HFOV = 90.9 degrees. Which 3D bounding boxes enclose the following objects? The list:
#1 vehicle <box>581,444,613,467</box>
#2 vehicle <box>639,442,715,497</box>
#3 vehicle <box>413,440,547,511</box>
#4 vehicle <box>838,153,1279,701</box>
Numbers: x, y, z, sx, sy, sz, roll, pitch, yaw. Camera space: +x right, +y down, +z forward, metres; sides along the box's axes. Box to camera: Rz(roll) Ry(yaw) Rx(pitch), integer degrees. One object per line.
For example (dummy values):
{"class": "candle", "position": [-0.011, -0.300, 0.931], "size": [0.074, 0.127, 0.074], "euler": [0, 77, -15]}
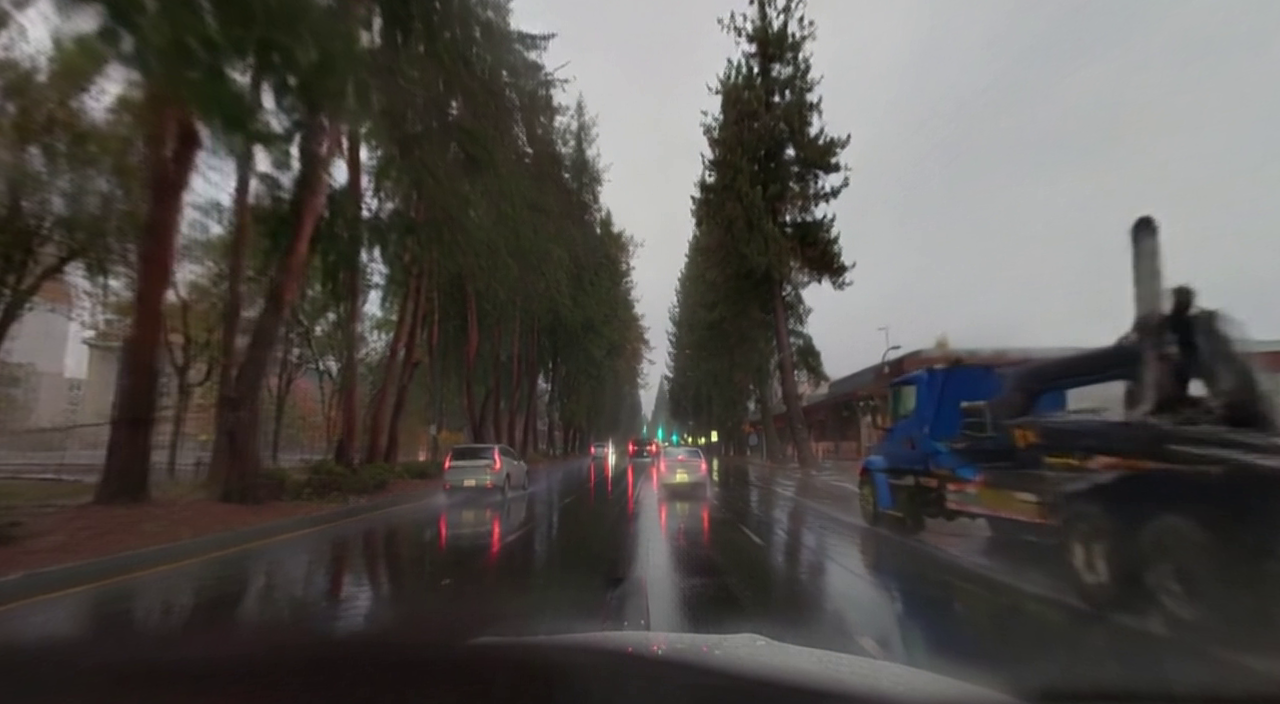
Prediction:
{"class": "vehicle", "position": [-3.206, 7.892, 48.167], "size": [2.062, 1.641, 4.193], "euler": [0, -9, 2]}
{"class": "vehicle", "position": [1.154, 3.543, 19.377], "size": [2.086, 1.466, 4.026], "euler": [-1, -9, 4]}
{"class": "vehicle", "position": [-3.829, 3.043, 16.097], "size": [2.003, 1.507, 4.808], "euler": [0, -9, 2]}
{"class": "vehicle", "position": [5.391, 0.980, 7.551], "size": [3.089, 3.258, 8.841], "euler": [0, -8, 0]}
